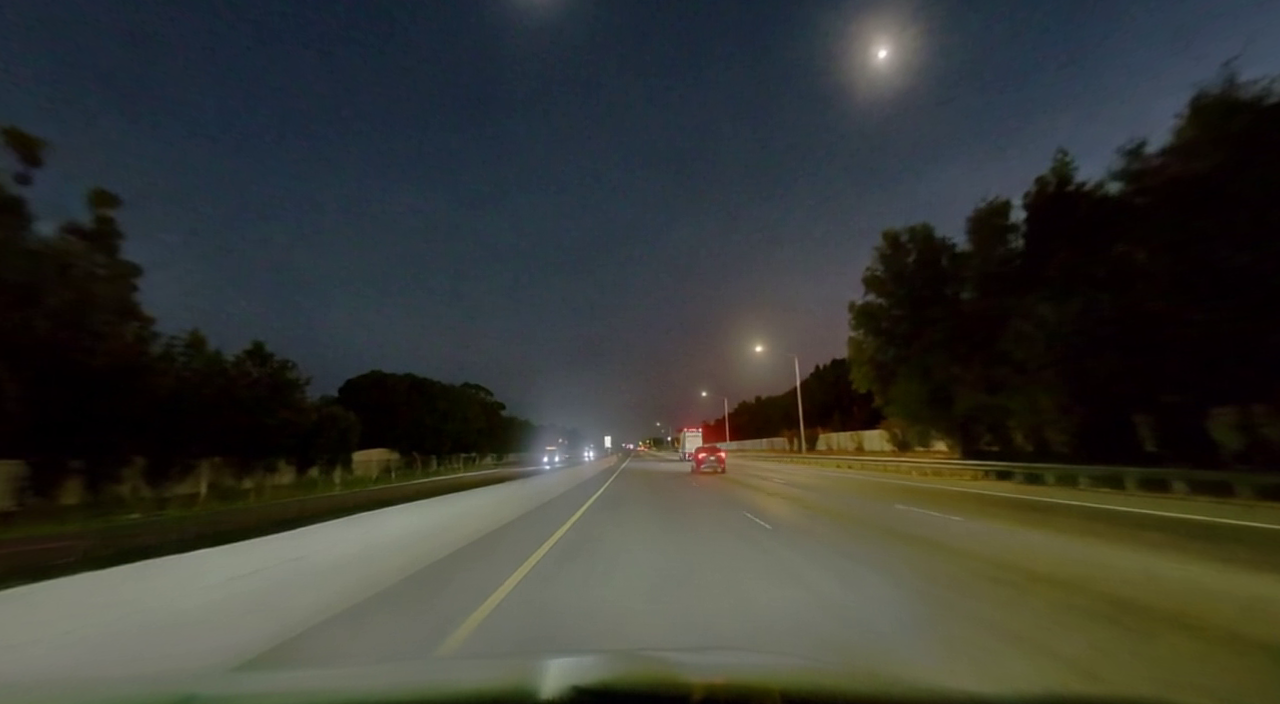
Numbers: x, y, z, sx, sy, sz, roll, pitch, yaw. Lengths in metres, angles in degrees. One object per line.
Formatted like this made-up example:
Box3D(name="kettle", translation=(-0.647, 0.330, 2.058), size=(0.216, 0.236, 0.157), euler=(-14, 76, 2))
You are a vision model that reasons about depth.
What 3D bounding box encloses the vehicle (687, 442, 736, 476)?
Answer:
Box3D(name="vehicle", translation=(3.889, 5.915, 35.014), size=(2.093, 1.742, 4.167), euler=(0, -9, -1))
